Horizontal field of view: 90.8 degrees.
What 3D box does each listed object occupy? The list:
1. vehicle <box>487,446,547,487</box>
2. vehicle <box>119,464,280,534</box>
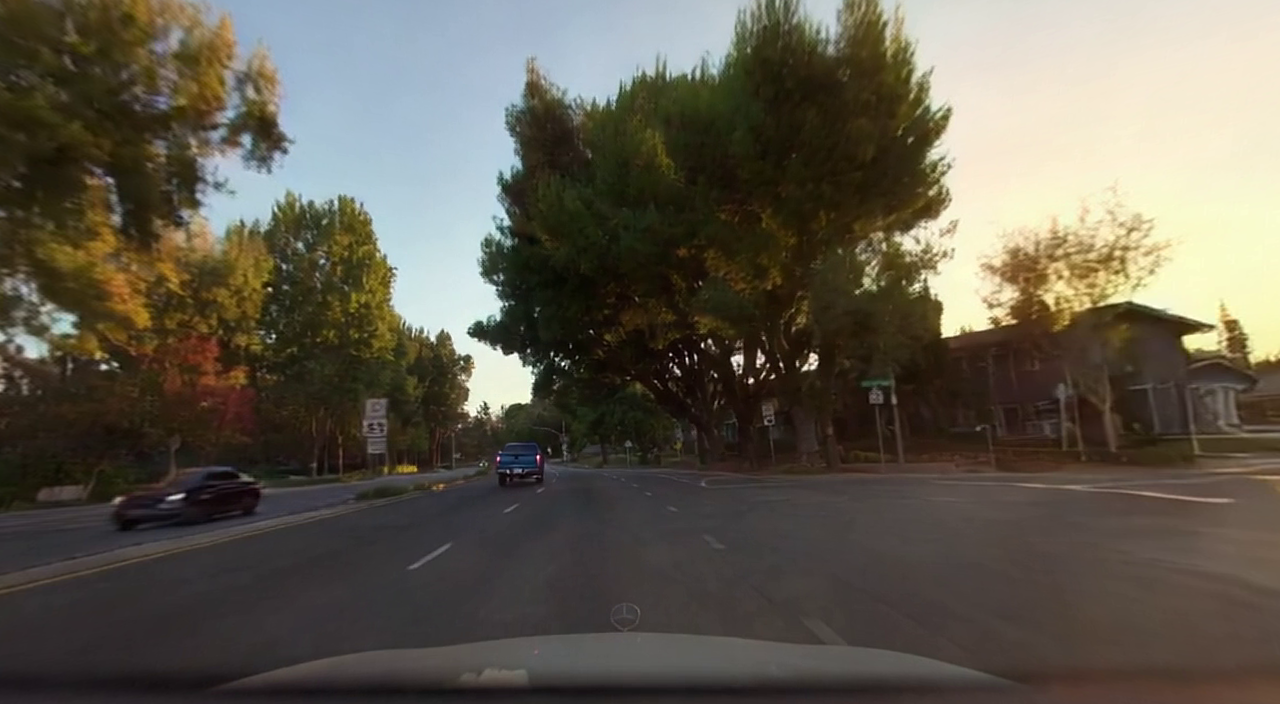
[{"bbox_3d":[-6.025,5.657,31.796,2.267,1.849,6.402,1,-9,-5],"label":"vehicle"},{"bbox_3d":[-12.391,4.110,18.151,1.883,1.632,4.024,0,-9,-4],"label":"vehicle"}]
